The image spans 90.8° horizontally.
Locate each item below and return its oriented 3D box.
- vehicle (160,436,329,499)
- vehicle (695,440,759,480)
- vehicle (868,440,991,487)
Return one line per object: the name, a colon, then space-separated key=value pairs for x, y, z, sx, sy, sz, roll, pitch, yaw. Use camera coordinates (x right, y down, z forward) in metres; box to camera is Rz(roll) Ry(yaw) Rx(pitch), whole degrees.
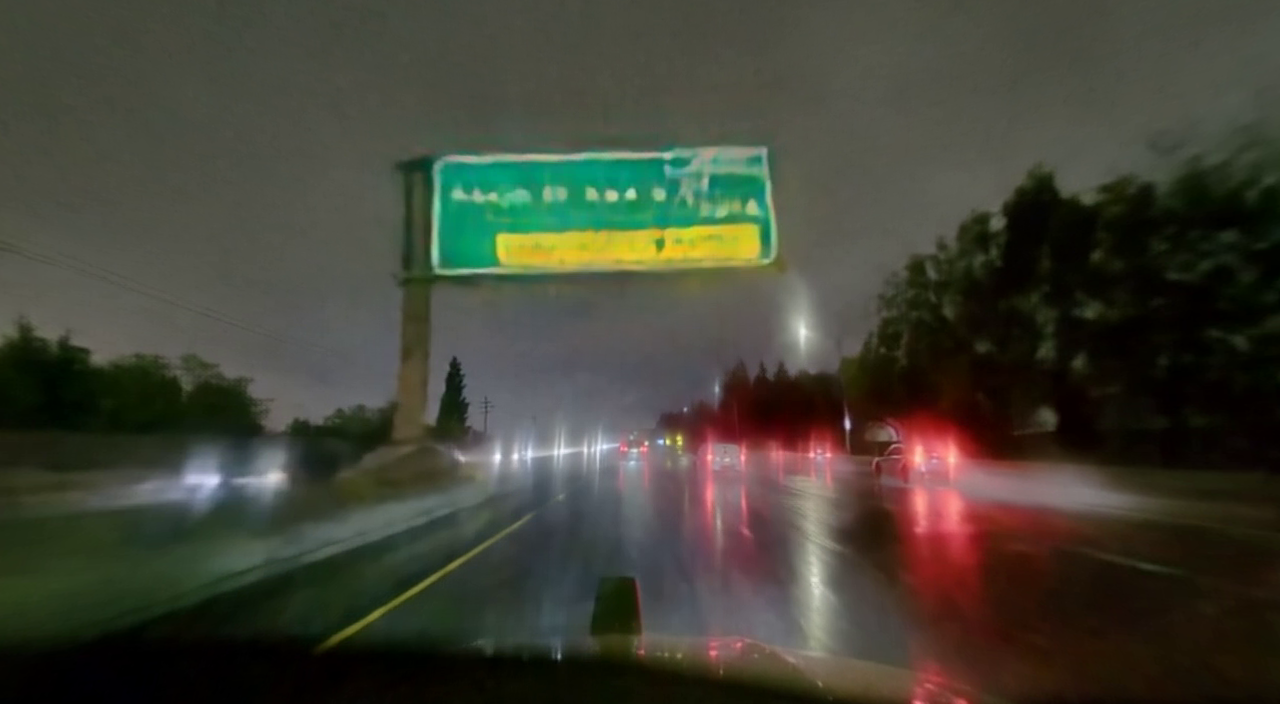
vehicle: x=-11.308 y=3.322 z=18.560 sx=2.001 sy=1.604 sz=4.568 roll=0 pitch=-9 yaw=0
vehicle: x=3.660 y=4.648 z=27.396 sx=2.018 sy=1.600 sz=4.121 roll=0 pitch=-9 yaw=-2
vehicle: x=10.321 y=4.010 z=23.073 sx=1.987 sy=1.502 sz=5.130 roll=0 pitch=-9 yaw=-1
